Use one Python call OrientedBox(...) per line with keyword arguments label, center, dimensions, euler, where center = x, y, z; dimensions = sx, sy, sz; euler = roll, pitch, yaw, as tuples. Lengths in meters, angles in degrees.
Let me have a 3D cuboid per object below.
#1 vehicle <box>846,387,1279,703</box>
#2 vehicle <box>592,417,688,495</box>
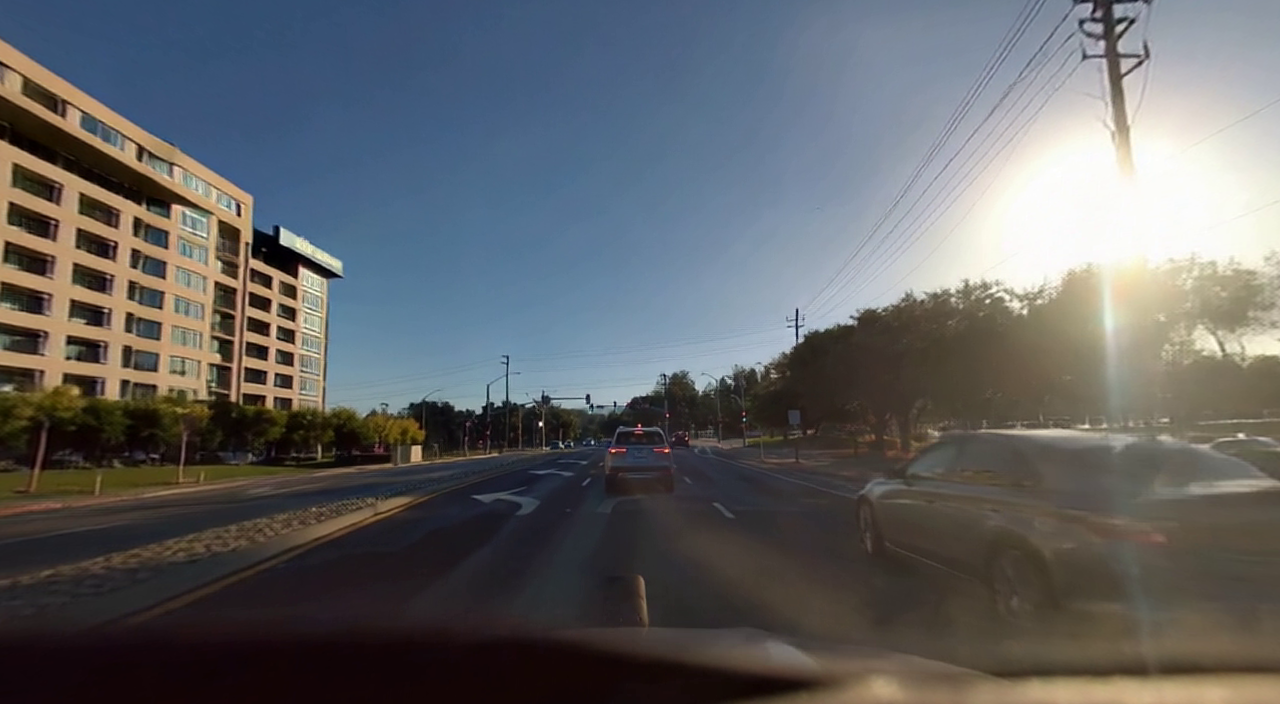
OrientedBox(label="vehicle", center=(3.181, 1.191, 4.318), dimensions=(1.990, 1.482, 4.575), euler=(0, -8, 0))
OrientedBox(label="vehicle", center=(0.016, 2.696, 16.646), dimensions=(2.189, 1.776, 4.342), euler=(0, -8, 0))
